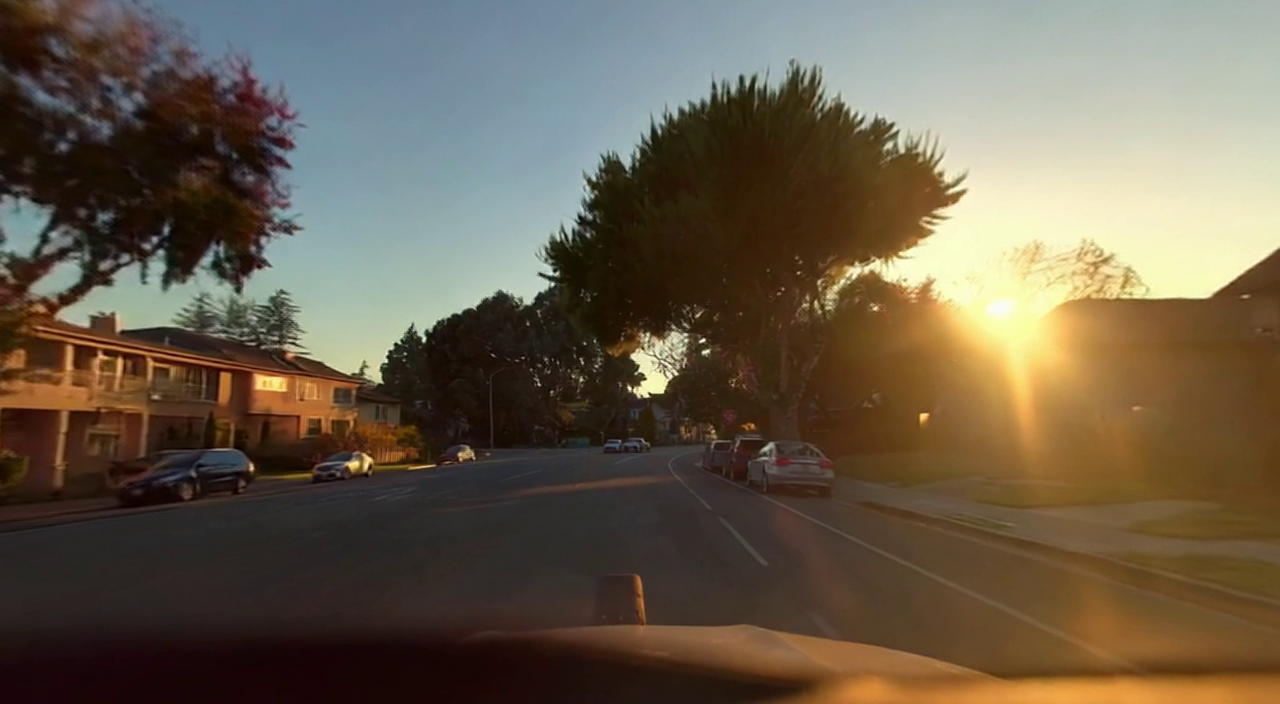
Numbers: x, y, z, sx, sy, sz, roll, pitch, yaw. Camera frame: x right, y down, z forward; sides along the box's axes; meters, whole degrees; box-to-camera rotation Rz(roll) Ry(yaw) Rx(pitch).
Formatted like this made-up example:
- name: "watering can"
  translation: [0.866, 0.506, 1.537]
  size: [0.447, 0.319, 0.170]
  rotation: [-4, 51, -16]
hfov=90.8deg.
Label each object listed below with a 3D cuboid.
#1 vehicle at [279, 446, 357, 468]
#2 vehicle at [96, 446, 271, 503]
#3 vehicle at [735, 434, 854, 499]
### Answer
- name: "vehicle"
  translation: [-22.266, 7.255, 43.783]
  size: [4.397, 1.423, 1.789]
  rotation: [-1, -8, 2]
- name: "vehicle"
  translation: [-14.141, 3.782, 20.053]
  size: [1.923, 1.535, 4.862]
  rotation: [0, -8, 0]
- name: "vehicle"
  translation: [3.913, 2.983, 16.922]
  size: [1.956, 1.468, 4.524]
  rotation: [0, -8, -1]
